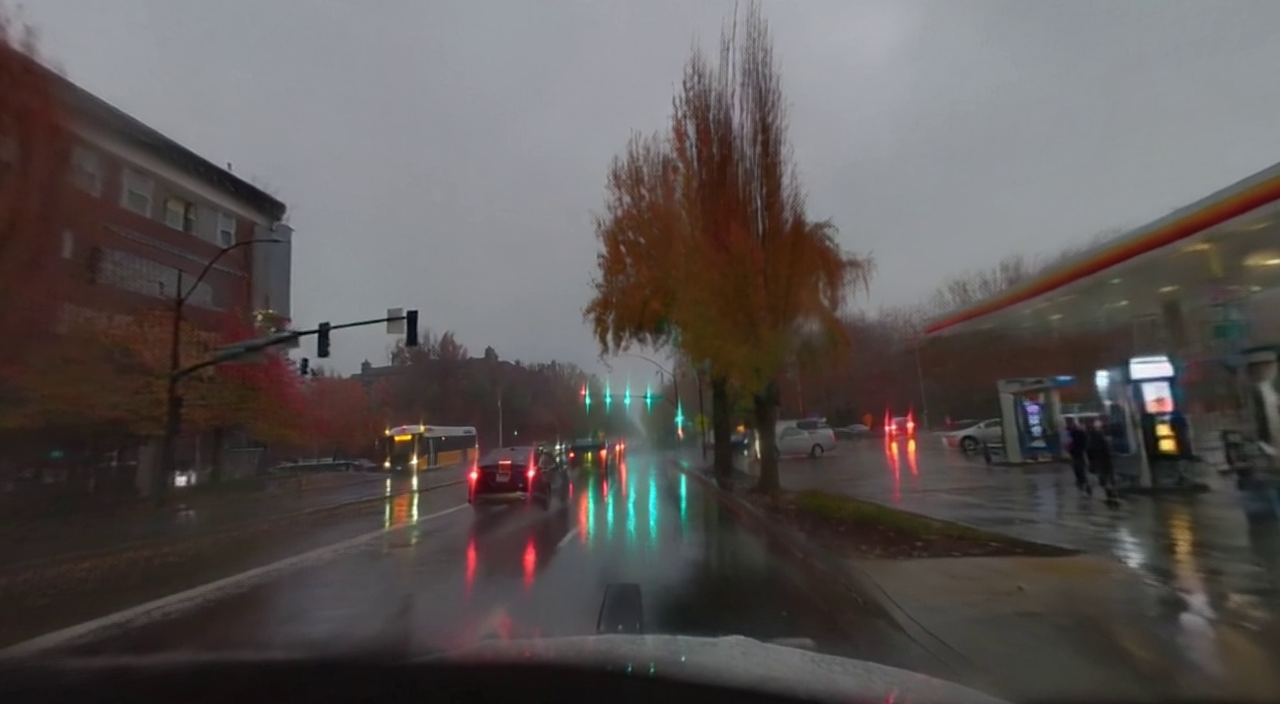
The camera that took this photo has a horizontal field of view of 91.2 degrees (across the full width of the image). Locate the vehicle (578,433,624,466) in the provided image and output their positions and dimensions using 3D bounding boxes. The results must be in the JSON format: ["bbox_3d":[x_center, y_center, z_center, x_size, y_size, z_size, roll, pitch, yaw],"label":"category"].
[{"bbox_3d":[-2.143,5.589,35.850,2.365,1.751,3.904,0,-9,0],"label":"vehicle"}]

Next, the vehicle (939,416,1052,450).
[{"bbox_3d":[16.729,3.862,29.640,4.064,1.507,2.078,0,-9,1],"label":"vehicle"}]

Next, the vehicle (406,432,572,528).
[{"bbox_3d":[-2.613,2.343,12.003,2.092,1.507,4.078,0,-9,1],"label":"vehicle"}]

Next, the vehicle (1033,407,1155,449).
[{"bbox_3d":[21.270,3.595,29.473,4.172,1.687,1.773,-4,-8,0],"label":"vehicle"}]

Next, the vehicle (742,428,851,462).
[{"bbox_3d":[7.808,4.704,31.692,4.894,1.451,2.089,-3,-8,1],"label":"vehicle"}]
